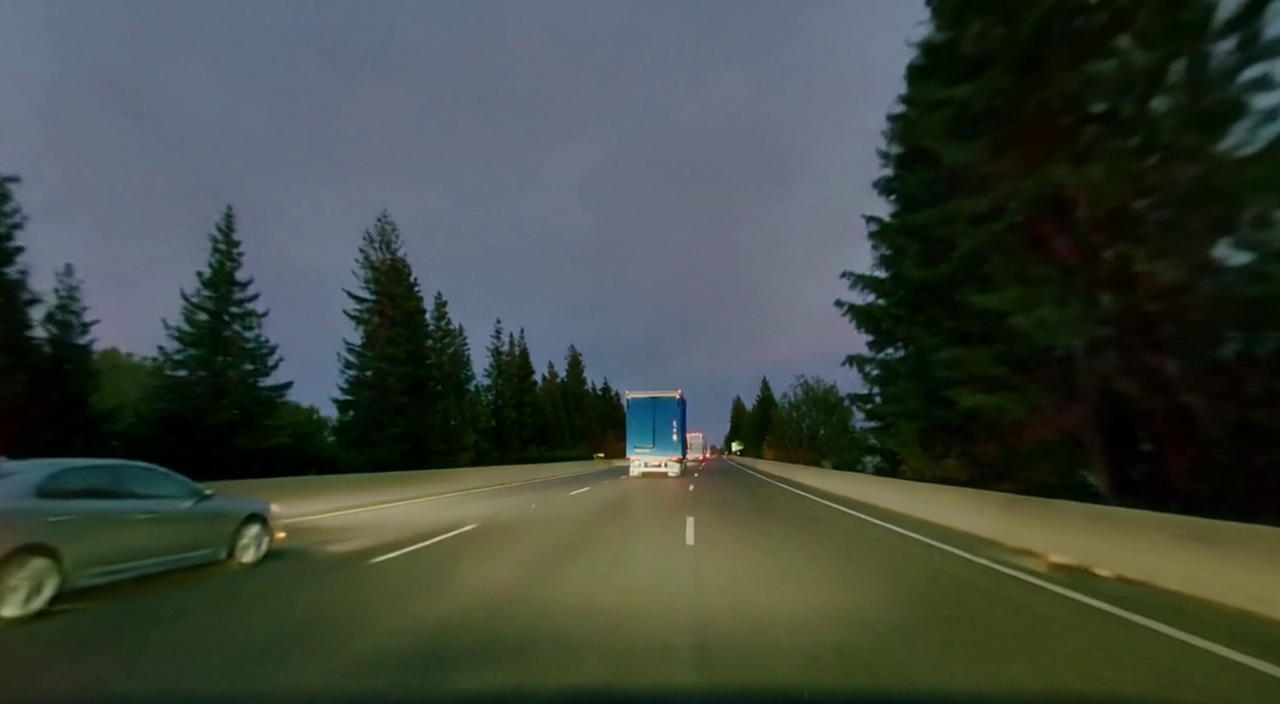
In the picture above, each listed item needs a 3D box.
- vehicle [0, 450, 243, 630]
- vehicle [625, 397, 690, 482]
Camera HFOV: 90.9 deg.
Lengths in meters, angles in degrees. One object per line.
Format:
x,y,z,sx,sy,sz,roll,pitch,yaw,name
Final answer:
-5.966,1.472,5.027,2.133,1.358,4.870,-1,-9,5,vehicle
1.138,4.706,33.415,2.821,3.878,8.925,-1,-9,5,vehicle
